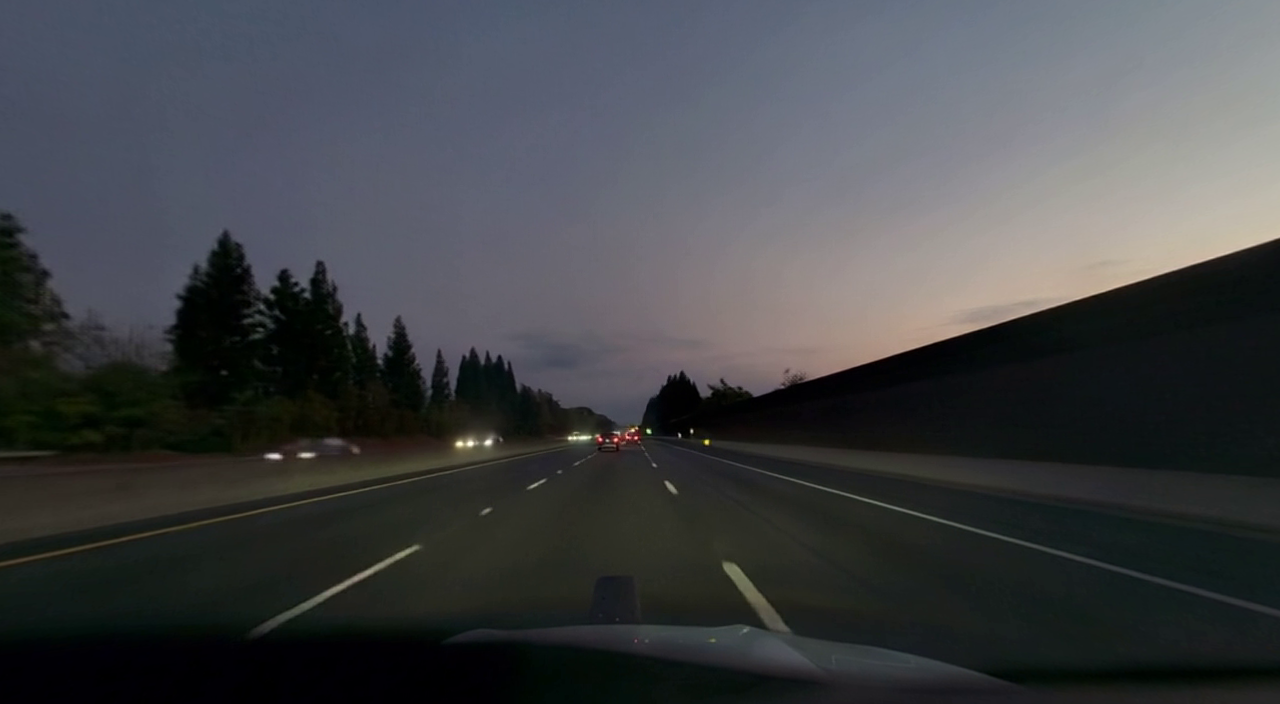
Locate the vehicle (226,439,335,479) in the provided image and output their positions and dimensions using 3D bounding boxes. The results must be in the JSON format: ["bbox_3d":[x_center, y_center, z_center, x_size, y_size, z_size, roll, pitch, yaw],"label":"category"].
[{"bbox_3d":[-14.455,4.284,25.689,1.863,1.439,4.401,0,-8,0],"label":"vehicle"}]

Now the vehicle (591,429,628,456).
[{"bbox_3d":[-2.039,6.206,43.269,2.306,1.730,4.606,0,-8,1],"label":"vehicle"}]
